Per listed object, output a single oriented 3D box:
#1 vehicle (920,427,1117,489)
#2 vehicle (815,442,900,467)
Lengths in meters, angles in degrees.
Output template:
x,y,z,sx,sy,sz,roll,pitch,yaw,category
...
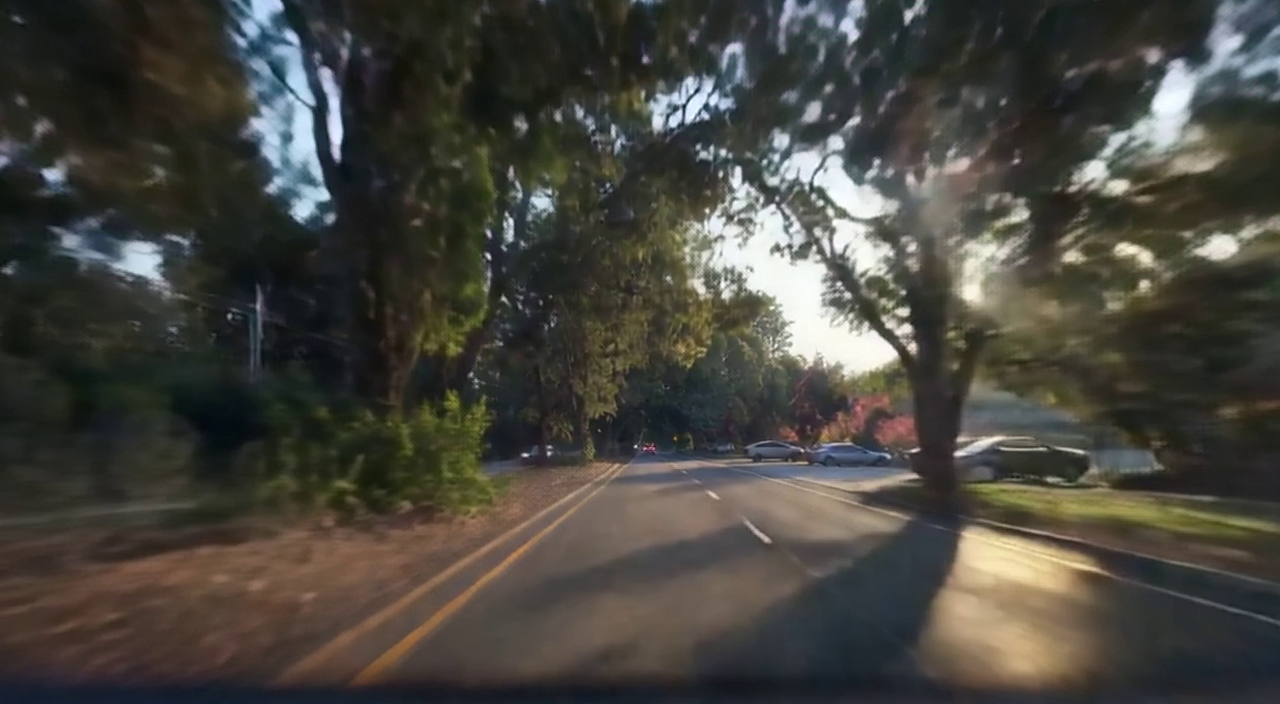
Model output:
x,y,z,sx,sy,sz,roll,pitch,yaw,category
11.039,3.122,18.674,4.493,1.705,2.034,0,-8,0,vehicle
13.118,6.222,38.210,4.438,1.444,1.900,0,-8,0,vehicle
